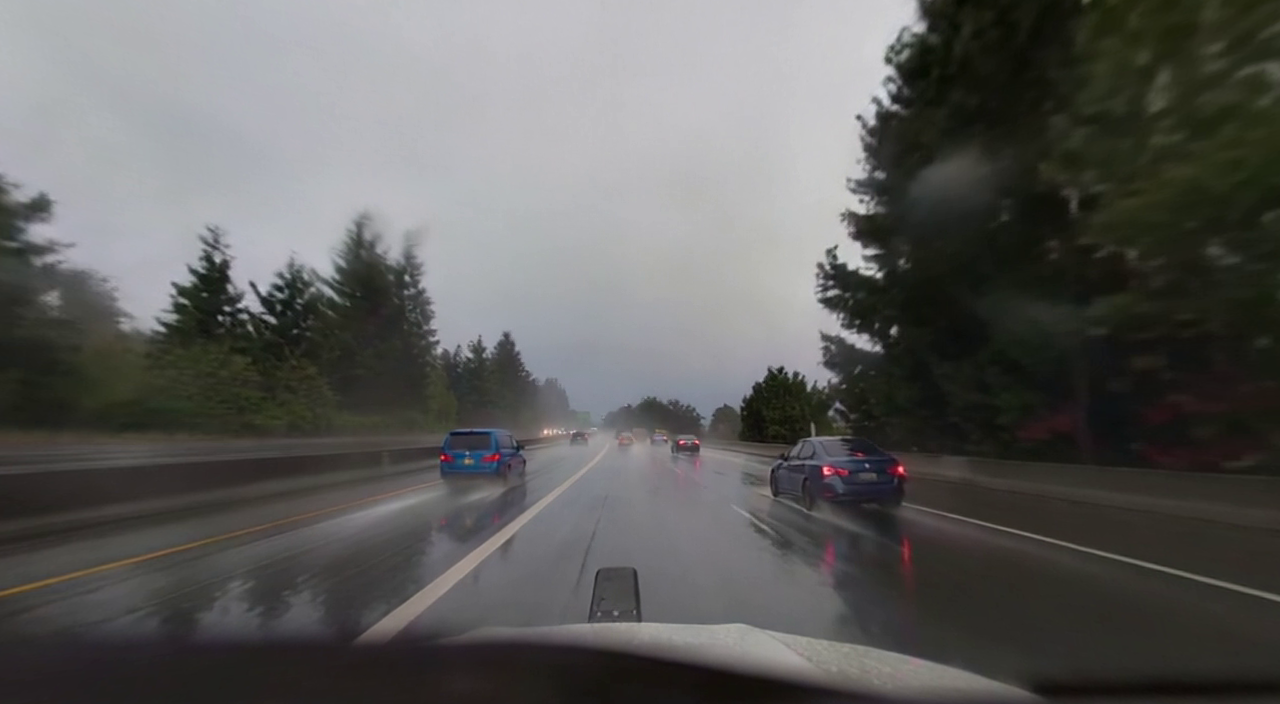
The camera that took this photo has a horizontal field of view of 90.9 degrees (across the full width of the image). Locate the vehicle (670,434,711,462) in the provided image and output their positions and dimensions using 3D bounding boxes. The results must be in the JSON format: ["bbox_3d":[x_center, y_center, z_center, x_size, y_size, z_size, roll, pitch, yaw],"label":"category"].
[{"bbox_3d":[2.835,5.483,36.173,1.883,1.536,3.792,1,-8,-3],"label":"vehicle"}]

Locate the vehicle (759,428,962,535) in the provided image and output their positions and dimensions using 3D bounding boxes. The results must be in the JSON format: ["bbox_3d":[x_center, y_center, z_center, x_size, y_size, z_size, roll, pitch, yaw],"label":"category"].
[{"bbox_3d":[3.500,2.097,10.917,1.986,1.488,3.867,0,-8,-2],"label":"vehicle"}]

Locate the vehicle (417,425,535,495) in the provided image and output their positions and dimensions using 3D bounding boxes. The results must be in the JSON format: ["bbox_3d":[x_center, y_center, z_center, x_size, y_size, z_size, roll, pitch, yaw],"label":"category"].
[{"bbox_3d":[-3.958,2.672,16.007,1.941,1.529,4.111,0,-8,-1],"label":"vehicle"}]
